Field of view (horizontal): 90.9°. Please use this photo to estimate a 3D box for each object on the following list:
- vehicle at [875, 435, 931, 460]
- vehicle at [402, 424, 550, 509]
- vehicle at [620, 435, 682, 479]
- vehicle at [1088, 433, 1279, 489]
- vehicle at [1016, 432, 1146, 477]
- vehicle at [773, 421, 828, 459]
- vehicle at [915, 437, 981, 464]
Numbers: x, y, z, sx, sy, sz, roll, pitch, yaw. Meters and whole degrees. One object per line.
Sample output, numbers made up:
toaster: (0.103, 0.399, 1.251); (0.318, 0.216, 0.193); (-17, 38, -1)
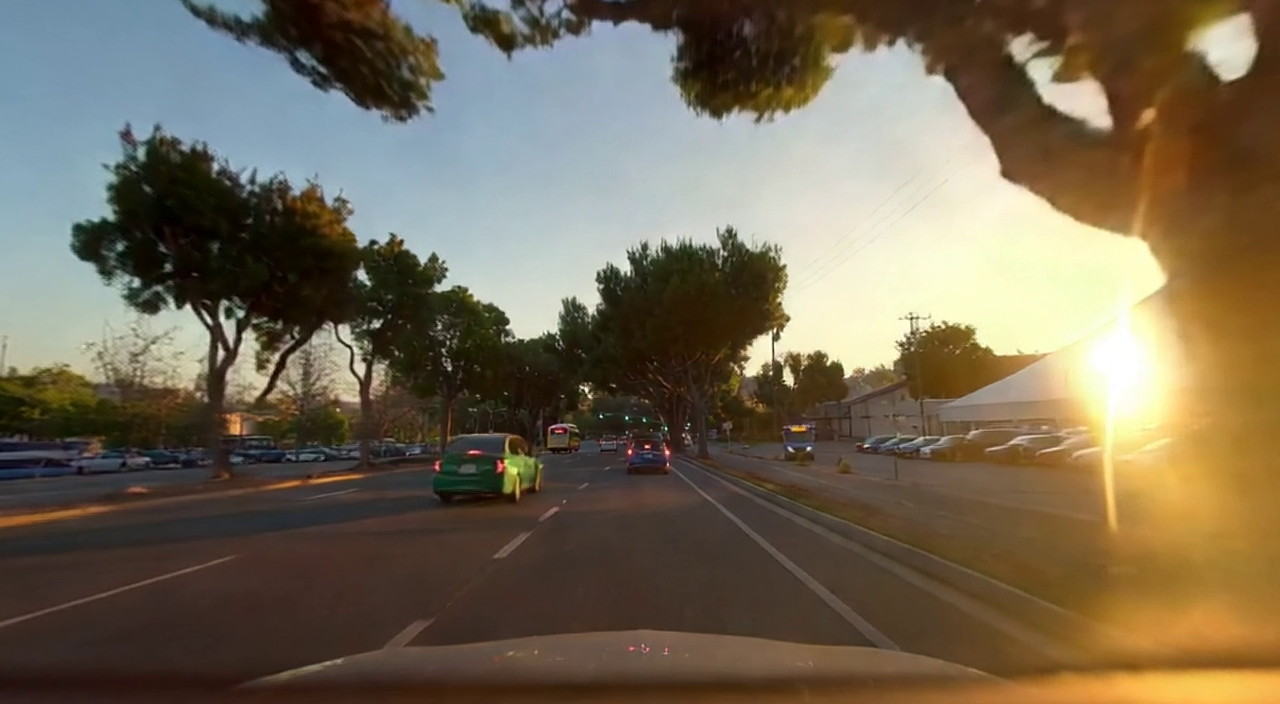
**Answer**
vehicle: (18.673, 6.793, 44.997); (1.841, 1.680, 4.842); (0, -9, -1)
vehicle: (-3.529, 2.571, 14.533); (2.148, 1.636, 4.199); (0, -9, 2)
vehicle: (0.338, 3.954, 23.871); (2.123, 1.498, 4.226); (0, -9, -1)
vehicle: (18.767, 3.702, 21.809); (2.229, 1.661, 5.991); (0, -9, 1)
vehicle: (18.710, 4.365, 27.091); (1.965, 1.749, 4.838); (0, -9, -2)
vehicle: (12.290, 6.849, 48.944); (2.754, 2.711, 6.196); (0, -9, 2)
vehicle: (18.794, 6.026, 38.675); (1.826, 1.532, 4.290); (0, -9, -1)
